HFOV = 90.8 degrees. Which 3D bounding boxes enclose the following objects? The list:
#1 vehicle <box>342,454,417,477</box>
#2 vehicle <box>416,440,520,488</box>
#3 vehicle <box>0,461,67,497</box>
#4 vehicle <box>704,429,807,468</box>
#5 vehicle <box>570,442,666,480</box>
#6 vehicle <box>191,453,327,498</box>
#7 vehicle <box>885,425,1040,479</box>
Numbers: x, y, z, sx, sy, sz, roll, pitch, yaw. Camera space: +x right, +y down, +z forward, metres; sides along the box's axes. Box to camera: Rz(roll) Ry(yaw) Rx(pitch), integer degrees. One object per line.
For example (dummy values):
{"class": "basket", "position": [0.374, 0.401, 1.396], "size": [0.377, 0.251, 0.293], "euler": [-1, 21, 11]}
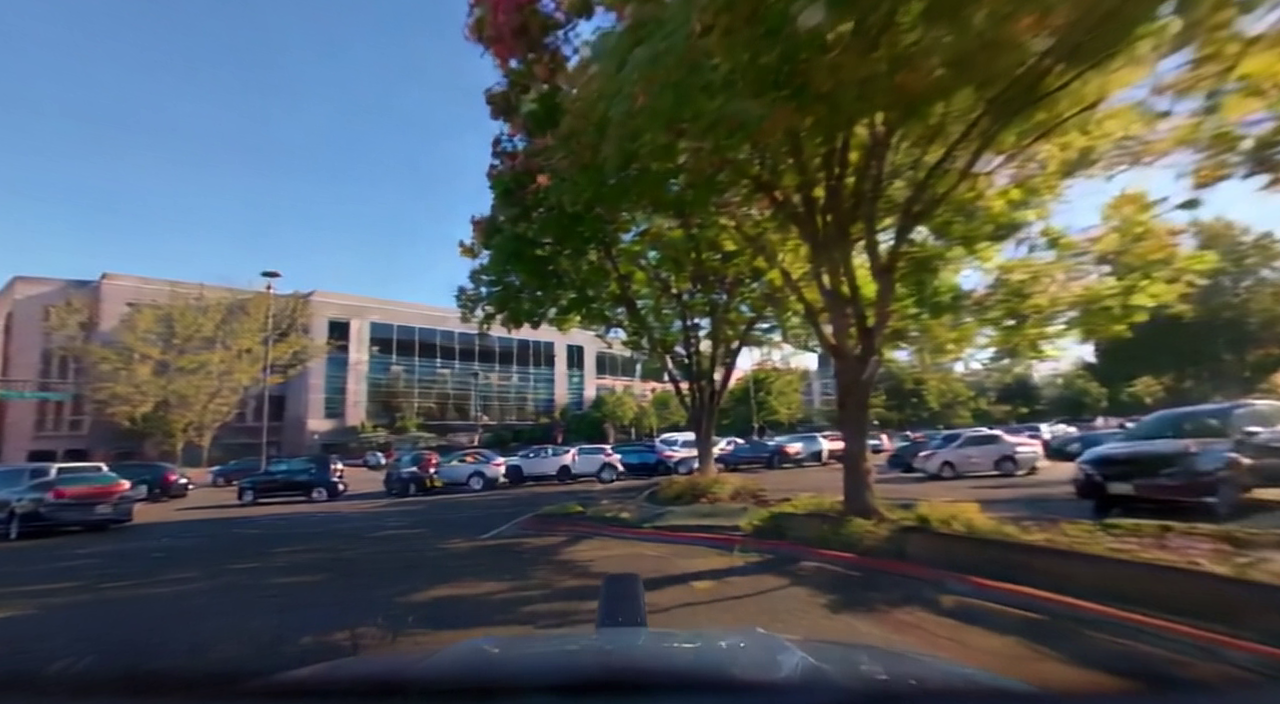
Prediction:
{"class": "vehicle", "position": [-18.881, 8.205, 45.889], "size": [4.721, 1.466, 1.727], "euler": [7, -14, -41]}
{"class": "vehicle", "position": [-6.691, 4.352, 24.225], "size": [1.915, 1.543, 4.934], "euler": [6, -14, -40]}
{"class": "vehicle", "position": [-33.376, 6.729, 33.136], "size": [4.768, 1.686, 2.028], "euler": [6, -14, -41]}
{"class": "vehicle", "position": [6.445, 5.494, 35.826], "size": [2.318, 1.837, 5.285], "euler": [7, -15, -43]}
{"class": "vehicle", "position": [-1.101, 5.078, 29.243], "size": [1.849, 1.479, 4.622], "euler": [7, -15, -42]}
{"class": "vehicle", "position": [-17.566, 5.702, 29.300], "size": [4.938, 1.769, 2.454], "euler": [7, -14, -41]}
{"class": "vehicle", "position": [12.179, 3.891, 24.171], "size": [1.889, 1.707, 4.755], "euler": [6, -14, -41]}
